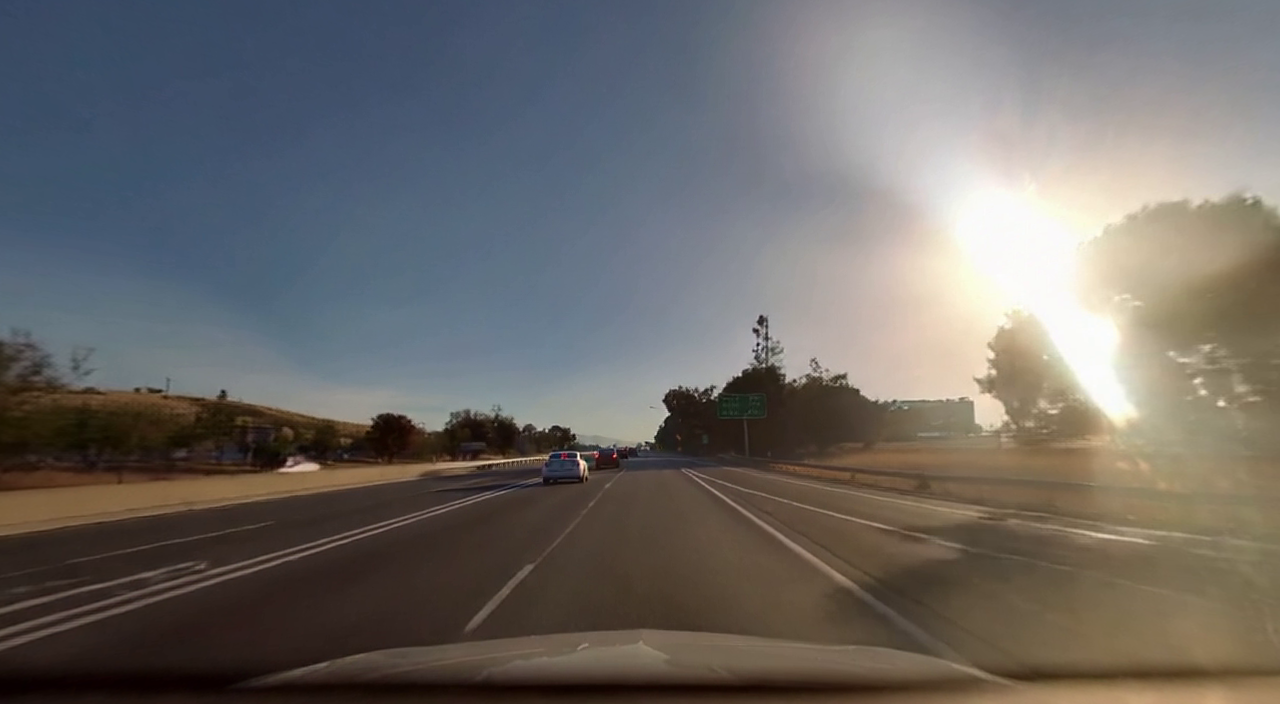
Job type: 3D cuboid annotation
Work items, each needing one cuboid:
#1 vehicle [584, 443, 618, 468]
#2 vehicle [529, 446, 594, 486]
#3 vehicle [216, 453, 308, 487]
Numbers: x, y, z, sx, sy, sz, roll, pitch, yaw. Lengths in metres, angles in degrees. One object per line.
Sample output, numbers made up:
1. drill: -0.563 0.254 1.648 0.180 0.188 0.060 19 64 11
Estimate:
1. vehicle: -2.977 8.053 49.044 2.177 1.852 4.427 -1 -9 2
2. vehicle: -3.203 4.797 26.763 2.044 1.527 4.607 0 -9 2
3. vehicle: -19.620 6.111 32.945 1.916 1.621 4.452 0 -9 1
